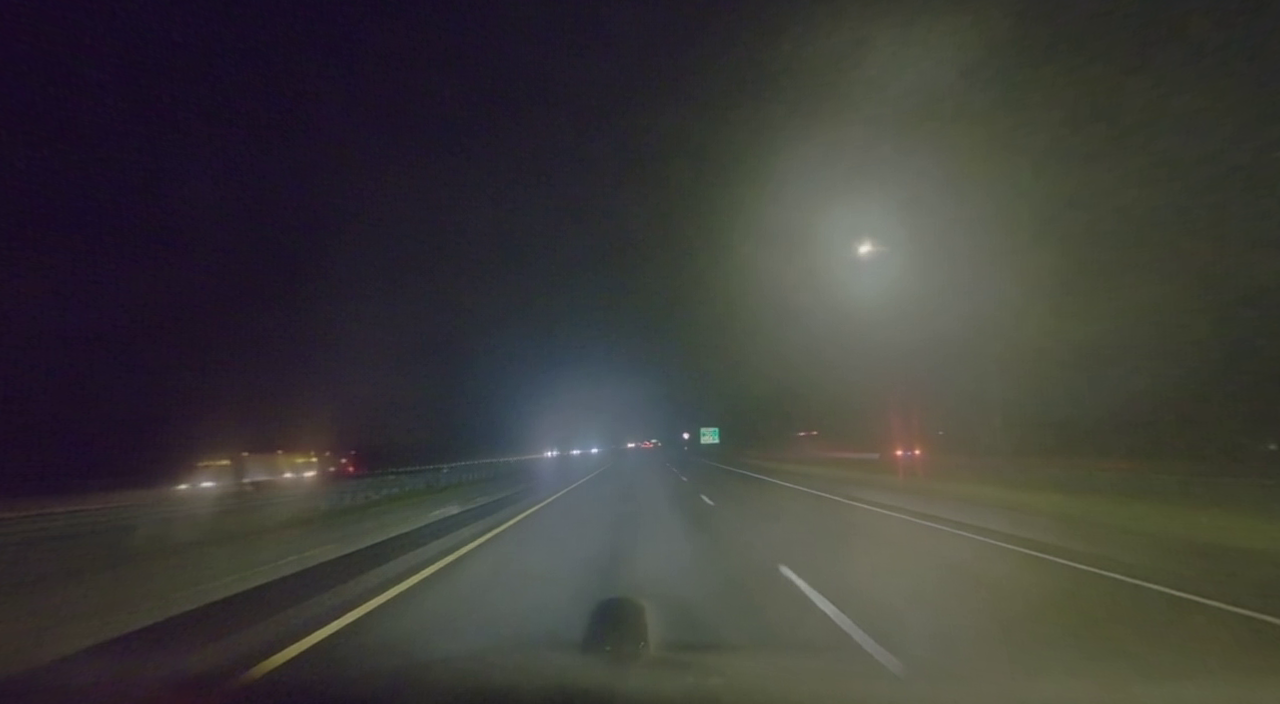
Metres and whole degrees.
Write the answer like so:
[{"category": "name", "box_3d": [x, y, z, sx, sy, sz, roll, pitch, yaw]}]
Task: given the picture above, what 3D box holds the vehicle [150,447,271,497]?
[{"category": "vehicle", "box_3d": [-32.379, 8.969, 48.150, 3.029, 3.378, 8.481, 0, -8, 1]}]
